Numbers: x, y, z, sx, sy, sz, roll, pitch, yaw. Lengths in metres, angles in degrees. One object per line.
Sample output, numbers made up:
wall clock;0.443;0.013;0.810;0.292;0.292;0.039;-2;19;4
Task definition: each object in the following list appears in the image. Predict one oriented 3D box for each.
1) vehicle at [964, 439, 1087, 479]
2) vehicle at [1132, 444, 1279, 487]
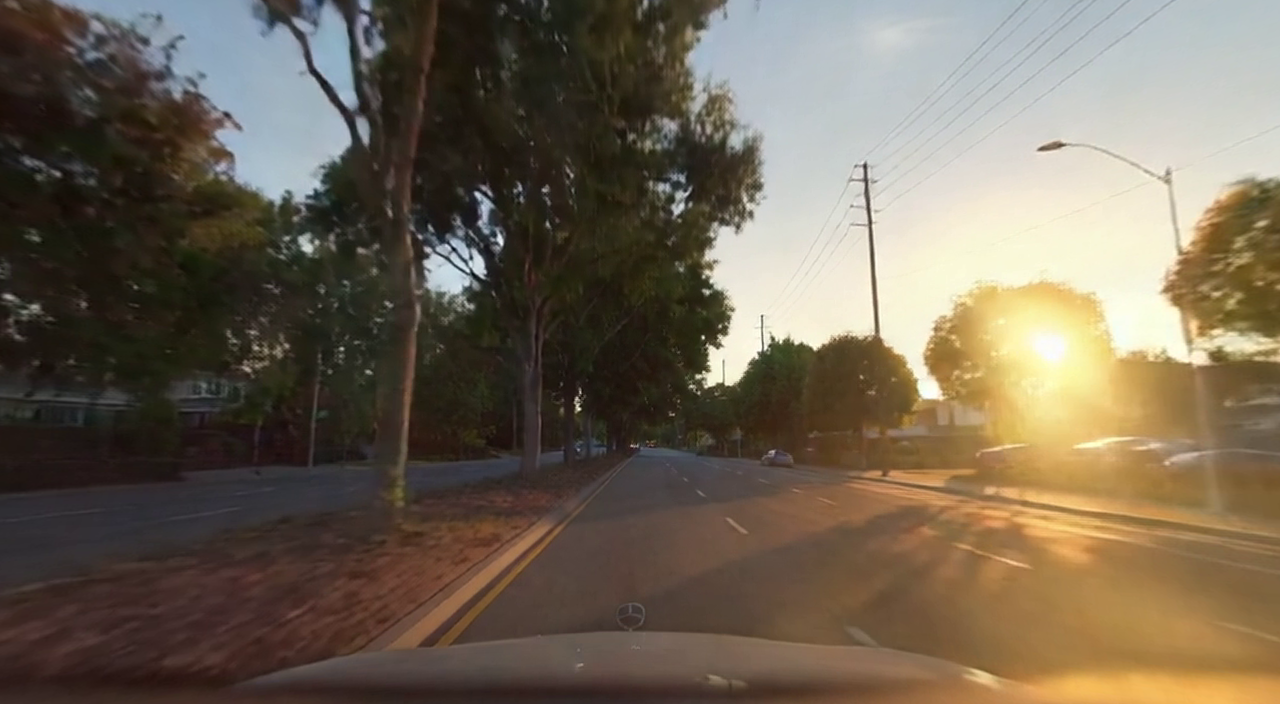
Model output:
vehicle;19.212;5.336;31.625;4.655;1.921;2.231;0;-8;0
vehicle;22.619;4.460;25.094;4.170;1.598;2.010;-2;-9;12
